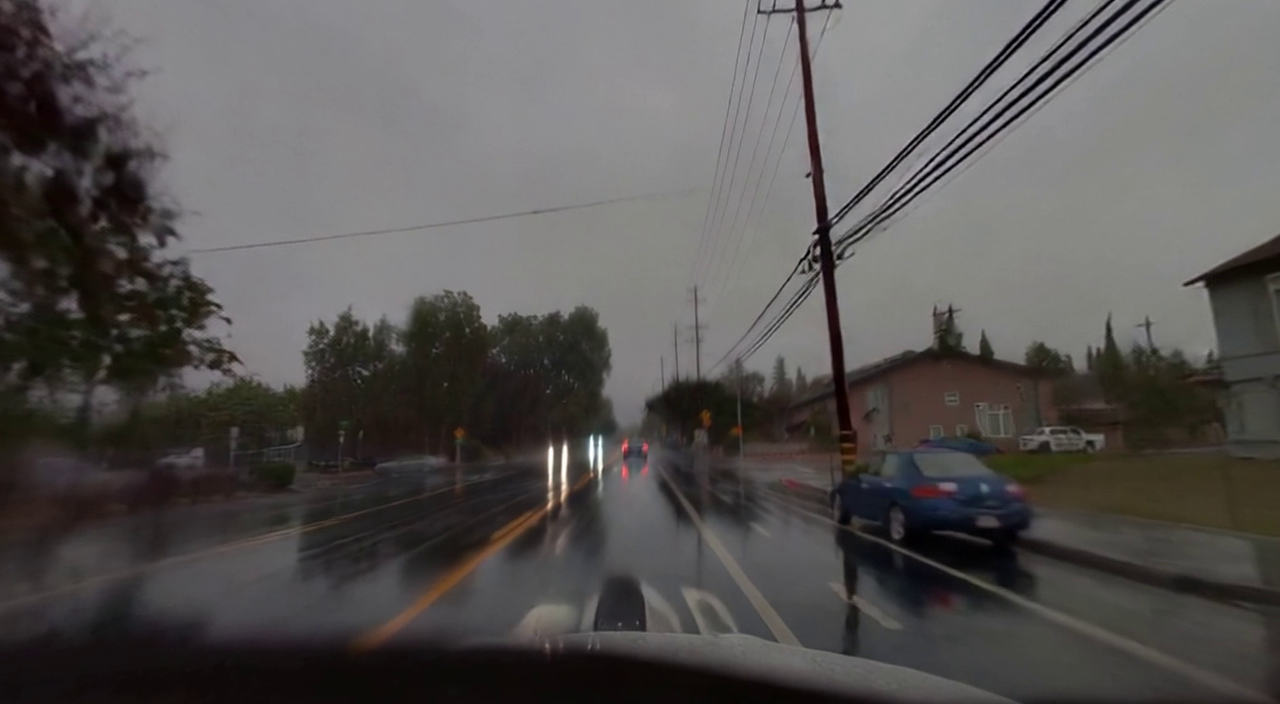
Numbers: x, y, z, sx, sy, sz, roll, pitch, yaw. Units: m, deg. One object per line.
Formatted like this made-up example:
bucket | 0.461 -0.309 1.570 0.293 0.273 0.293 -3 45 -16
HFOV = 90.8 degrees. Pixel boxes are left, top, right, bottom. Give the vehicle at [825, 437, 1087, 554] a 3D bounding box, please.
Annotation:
vehicle | 4.739 2.185 10.442 1.987 1.479 4.562 0 -9 0

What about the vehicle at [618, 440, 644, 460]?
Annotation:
vehicle | -0.703 7.422 47.891 1.877 1.448 3.830 0 -9 -1

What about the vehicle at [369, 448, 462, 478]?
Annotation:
vehicle | -14.173 7.006 40.112 5.190 1.502 2.085 -3 -9 -1

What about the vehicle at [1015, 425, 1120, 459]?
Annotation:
vehicle | 25.161 5.320 37.301 4.597 1.961 2.087 -1 -8 2
